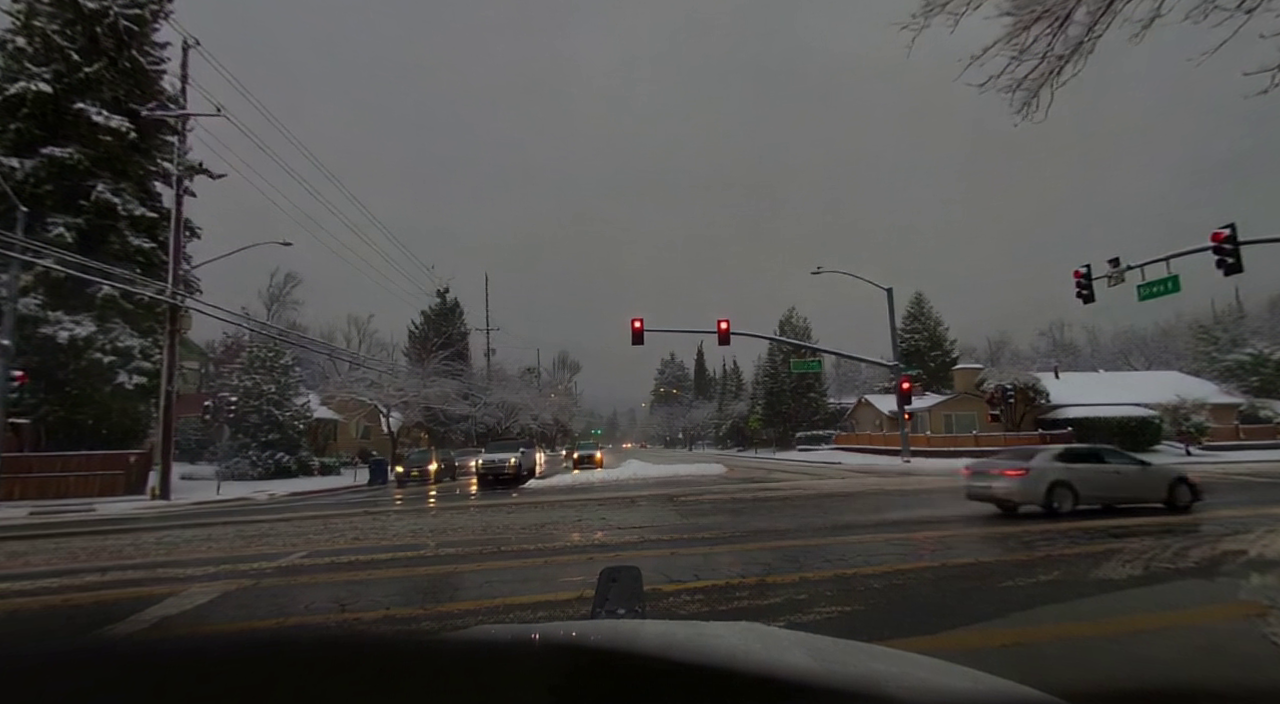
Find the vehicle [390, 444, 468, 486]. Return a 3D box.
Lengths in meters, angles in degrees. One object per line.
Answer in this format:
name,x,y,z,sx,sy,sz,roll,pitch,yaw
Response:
vehicle,-10.168,5.458,30.890,2.241,1.819,4.690,0,-9,-1

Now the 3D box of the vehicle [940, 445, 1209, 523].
vehicle,8.955,2.650,13.169,4.443,1.367,2.197,2,-9,-16

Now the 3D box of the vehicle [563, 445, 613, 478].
vehicle,-2.426,5.281,30.834,2.174,1.477,4.805,0,-9,-2

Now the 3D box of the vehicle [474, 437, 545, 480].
vehicle,-6.391,5.295,31.690,2.479,1.977,5.254,0,-9,-1
